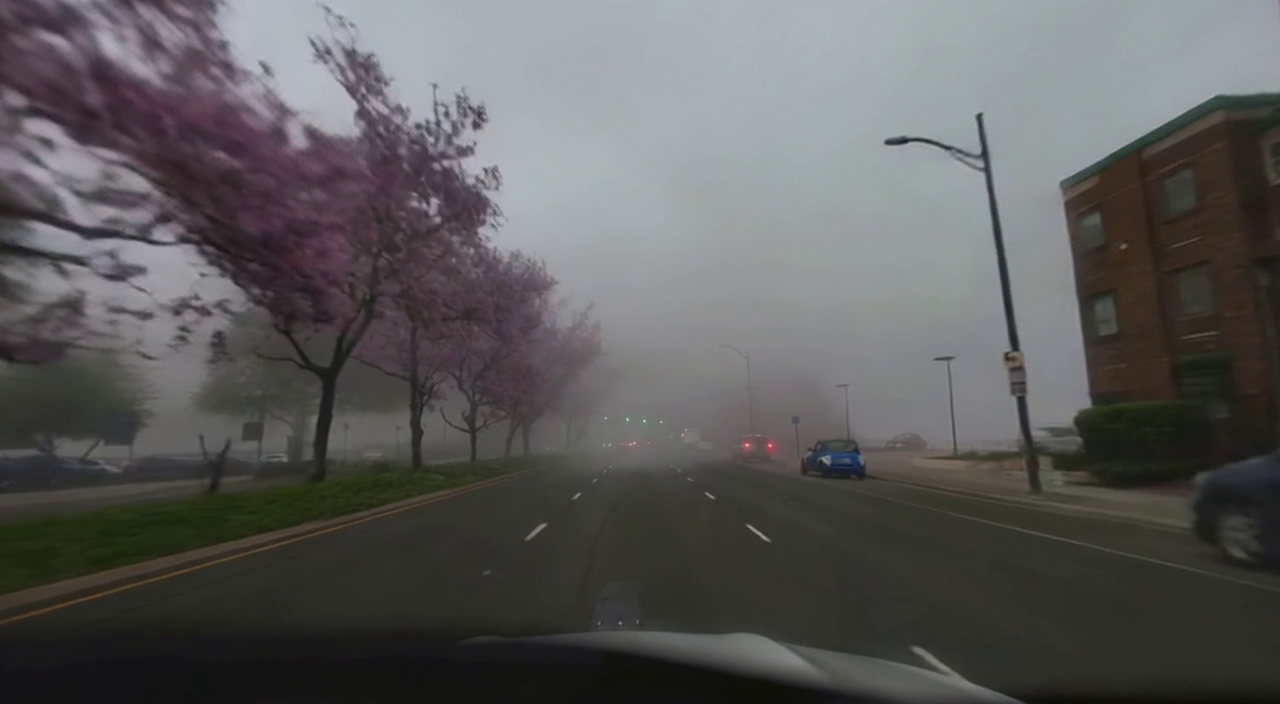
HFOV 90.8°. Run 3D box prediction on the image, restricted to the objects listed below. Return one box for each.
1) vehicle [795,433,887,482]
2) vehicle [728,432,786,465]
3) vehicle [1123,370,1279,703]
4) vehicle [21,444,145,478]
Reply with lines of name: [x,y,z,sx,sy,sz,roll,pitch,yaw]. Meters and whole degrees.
vehicle: [7.290,3.873,23.455,1.940,1.647,4.309,0,-8,-1]
vehicle: [7.061,5.908,38.783,2.450,1.892,5.107,0,-8,-2]
vehicle: [3.841,0.674,1.503,1.984,1.580,4.413,-1,-8,2]
vehicle: [-33.589,6.581,38.212,5.605,1.774,2.197,-3,-9,3]
